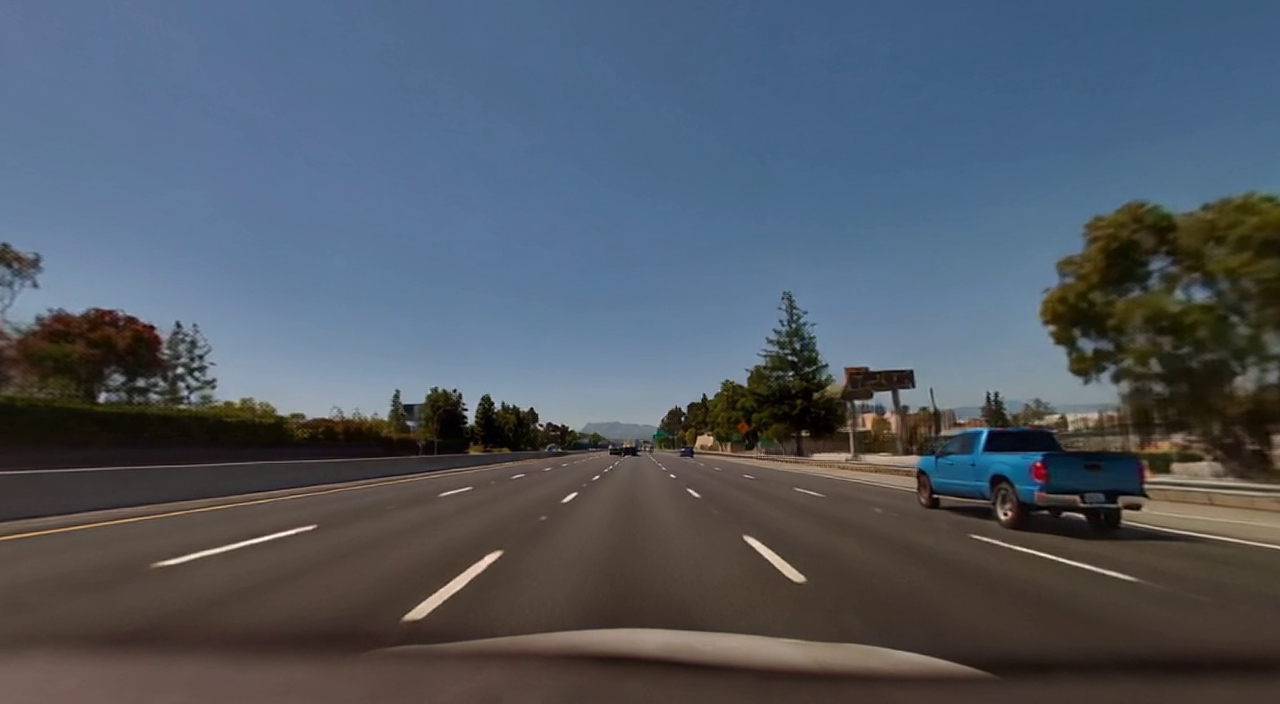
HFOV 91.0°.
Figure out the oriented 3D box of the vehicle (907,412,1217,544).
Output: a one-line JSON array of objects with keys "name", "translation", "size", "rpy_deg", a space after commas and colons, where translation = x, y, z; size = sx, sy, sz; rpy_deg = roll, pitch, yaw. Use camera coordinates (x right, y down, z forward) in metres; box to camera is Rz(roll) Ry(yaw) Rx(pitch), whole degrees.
[{"name": "vehicle", "translation": [6.692, 2.048, 10.871], "size": [2.096, 1.767, 4.601], "rpy_deg": [0, -9, 0]}]
